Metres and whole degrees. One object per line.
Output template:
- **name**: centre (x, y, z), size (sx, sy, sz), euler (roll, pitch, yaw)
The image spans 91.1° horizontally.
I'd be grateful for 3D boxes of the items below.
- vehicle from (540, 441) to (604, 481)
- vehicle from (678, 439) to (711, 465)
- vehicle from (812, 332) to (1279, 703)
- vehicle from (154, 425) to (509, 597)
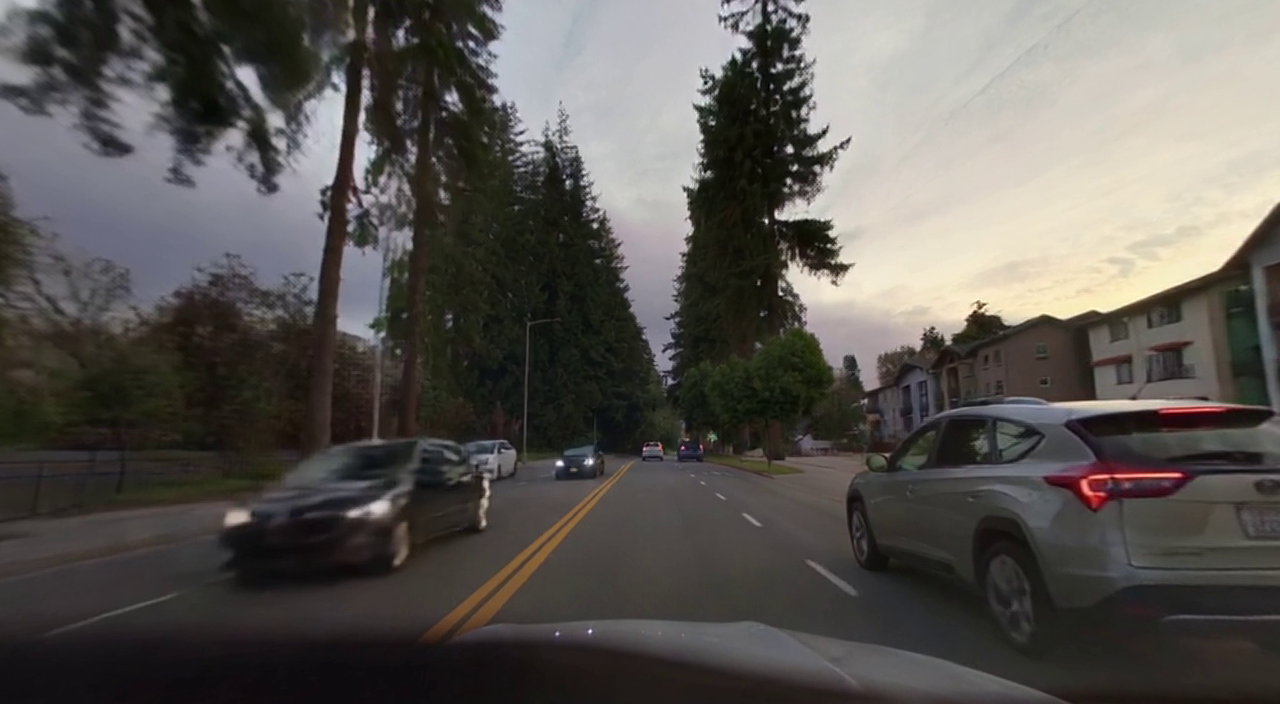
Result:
- **vehicle**: centre (-2.852, 4.709, 27.406), size (2.151, 1.540, 4.673), euler (0, -9, 2)
- **vehicle**: centre (3.922, 7.298, 45.764), size (2.069, 1.791, 4.422), euler (0, -9, 1)
- **vehicle**: centre (3.329, 1.214, 5.387), size (2.219, 1.881, 5.104), euler (0, -9, 0)
- **vehicle**: centre (-3.221, 1.756, 7.882), size (2.096, 1.515, 4.481), euler (0, -9, 1)
